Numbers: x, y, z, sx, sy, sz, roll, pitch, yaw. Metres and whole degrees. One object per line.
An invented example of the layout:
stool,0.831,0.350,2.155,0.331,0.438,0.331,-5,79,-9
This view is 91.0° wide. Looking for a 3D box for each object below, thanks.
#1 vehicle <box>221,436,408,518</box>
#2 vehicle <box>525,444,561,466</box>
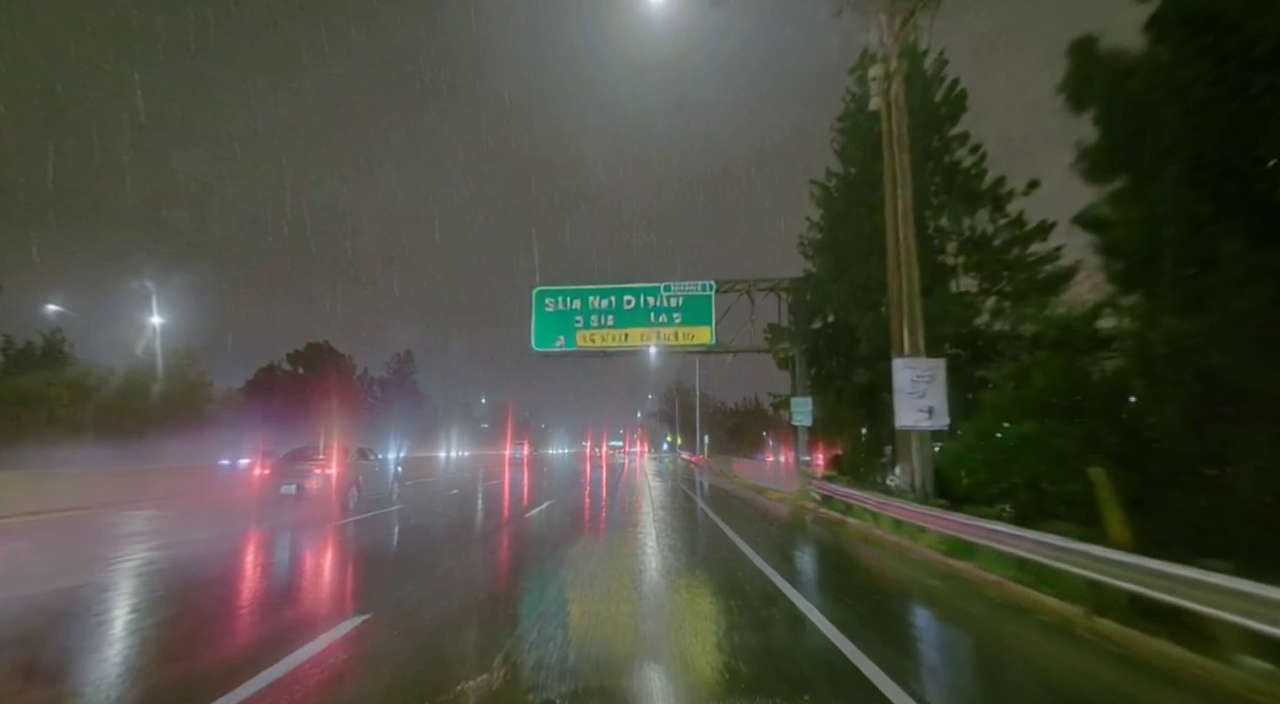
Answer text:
vehicle,-7.534,2.914,15.261,2.071,1.661,4.540,0,-9,0
vehicle,-7.622,8.149,49.851,2.075,1.642,4.638,0,-9,0
